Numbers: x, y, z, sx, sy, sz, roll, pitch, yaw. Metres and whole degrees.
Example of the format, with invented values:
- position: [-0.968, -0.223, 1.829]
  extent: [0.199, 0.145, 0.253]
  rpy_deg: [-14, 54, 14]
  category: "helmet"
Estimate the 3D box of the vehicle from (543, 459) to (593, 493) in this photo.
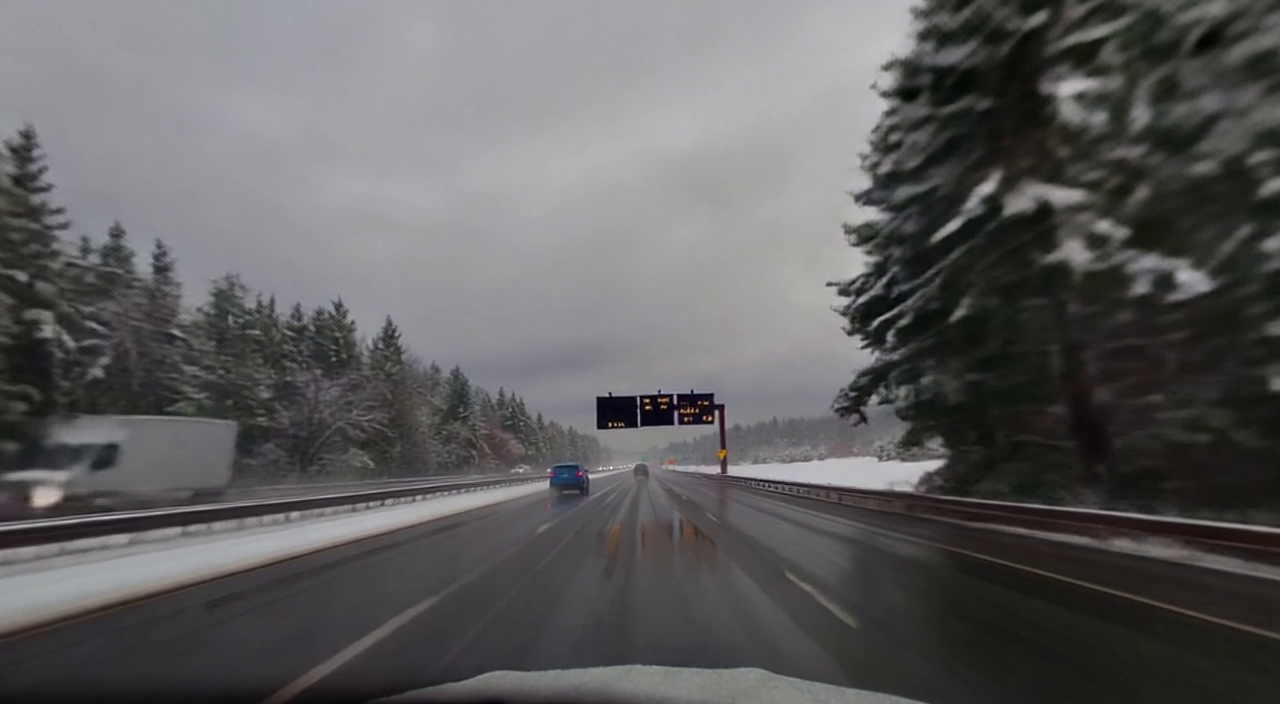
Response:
- position: [-3.701, 6.492, 33.132]
  extent: [2.081, 1.586, 4.245]
  rpy_deg: [0, -10, 1]
  category: "vehicle"

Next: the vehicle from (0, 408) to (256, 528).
- position: [-17.452, 4.079, 22.307]
  extent: [2.776, 3.469, 7.357]
  rpy_deg: [0, -10, 1]
  category: "vehicle"
